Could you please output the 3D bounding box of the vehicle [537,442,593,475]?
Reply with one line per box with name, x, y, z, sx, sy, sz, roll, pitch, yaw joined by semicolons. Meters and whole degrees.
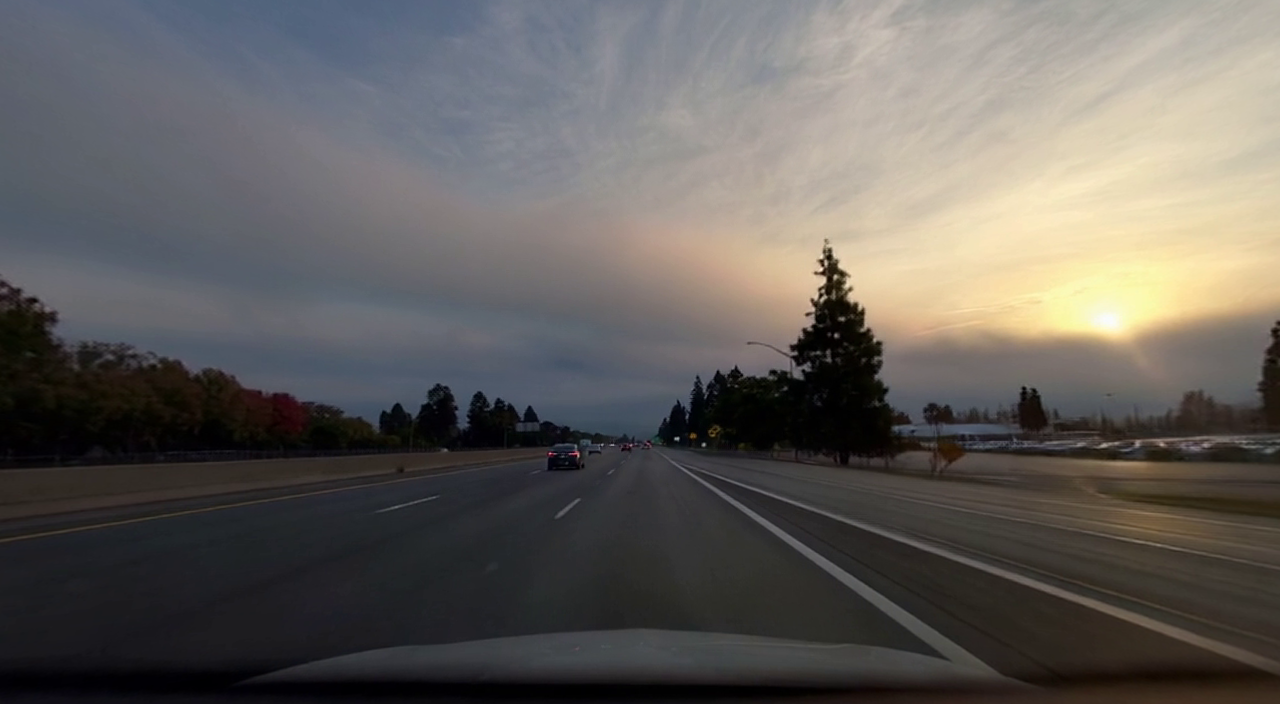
vehicle;-3.468;5.021;30.021;2.128;1.450;4.078;0;-8;1
